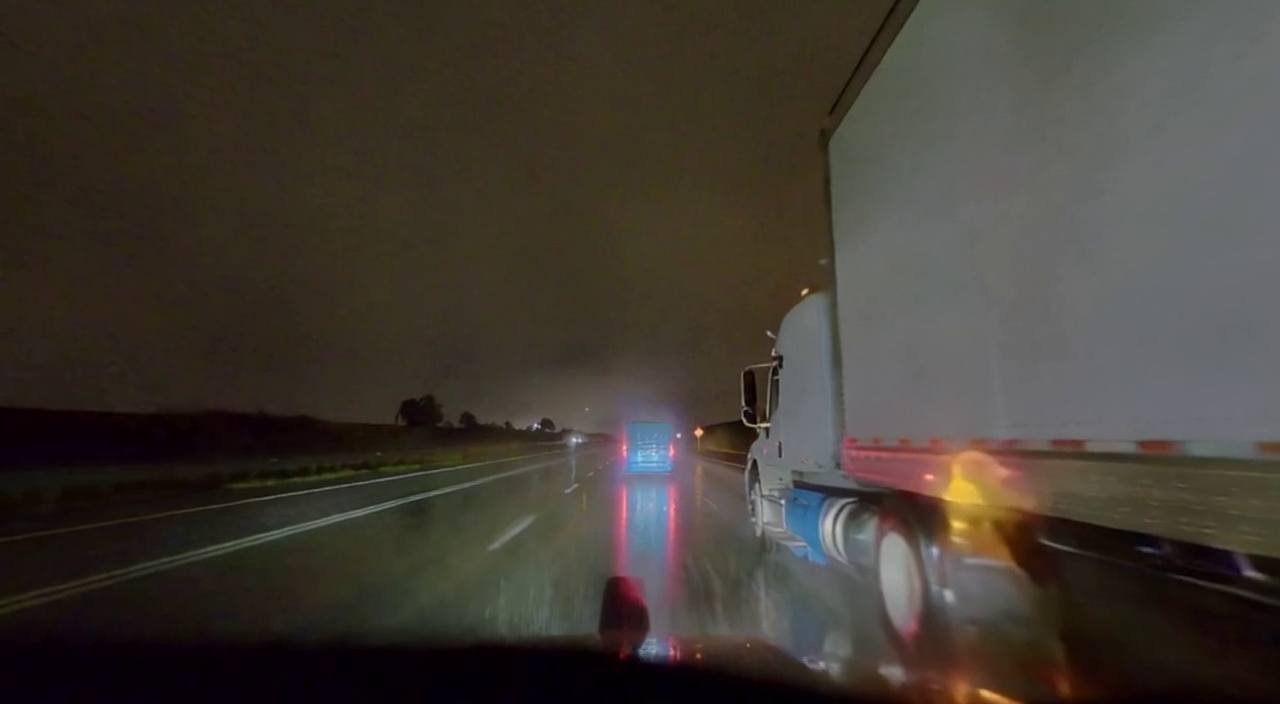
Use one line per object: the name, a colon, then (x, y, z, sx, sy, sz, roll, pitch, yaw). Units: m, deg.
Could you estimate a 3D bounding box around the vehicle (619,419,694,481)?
vehicle: (0.606, 3.561, 23.136, 2.469, 2.027, 4.554, 0, -8, 2)
